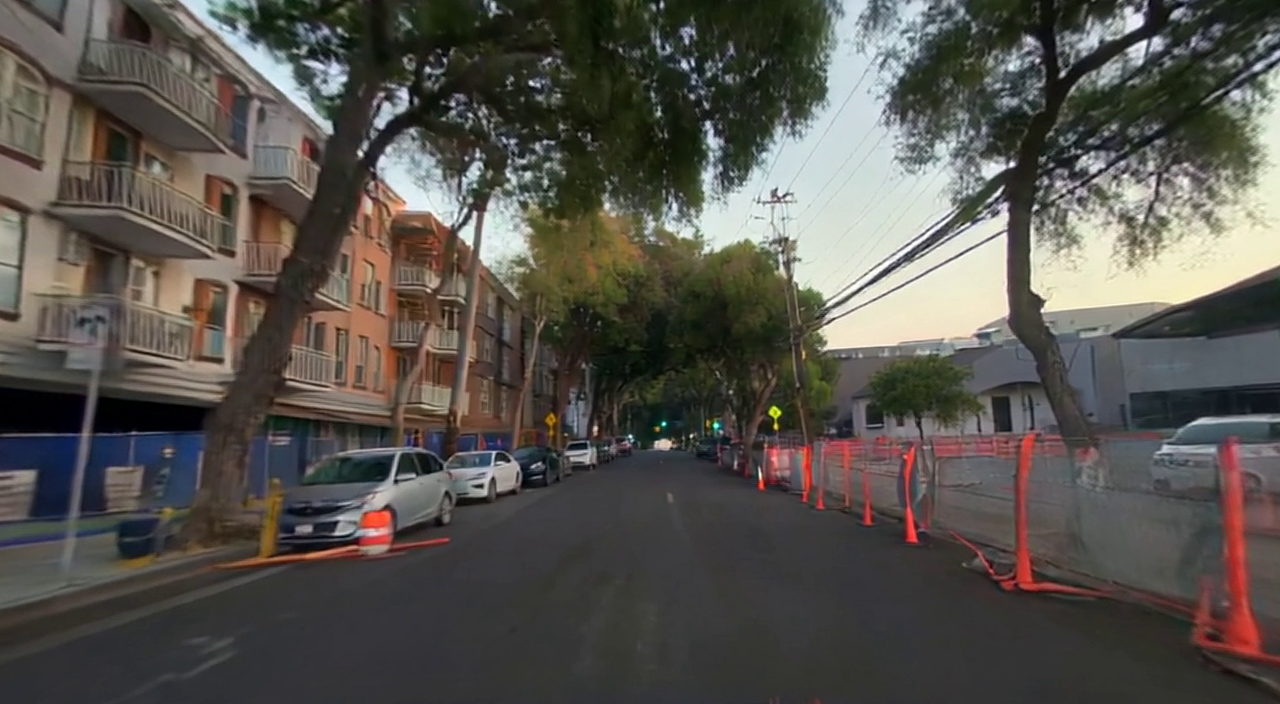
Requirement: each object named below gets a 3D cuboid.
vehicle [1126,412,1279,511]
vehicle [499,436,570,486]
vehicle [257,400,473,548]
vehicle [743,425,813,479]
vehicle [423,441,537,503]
[{"bbox_3d":[13.993,2.327,13.879,4.585,1.977,2.170,-3,-8,10],"label":"vehicle"},{"bbox_3d":[-3.926,4.124,24.191,1.996,1.695,4.127,0,-9,0],"label":"vehicle"},{"bbox_3d":[-4.672,2.121,11.512,1.894,2.186,3.901,-1,-9,5],"label":"vehicle"},{"bbox_3d":[5.555,4.219,26.090,1.994,1.857,4.393,2,-12,1],"label":"vehicle"},{"bbox_3d":[-4.350,3.421,17.981,1.967,1.483,4.347,-2,-11,2],"label":"vehicle"}]
